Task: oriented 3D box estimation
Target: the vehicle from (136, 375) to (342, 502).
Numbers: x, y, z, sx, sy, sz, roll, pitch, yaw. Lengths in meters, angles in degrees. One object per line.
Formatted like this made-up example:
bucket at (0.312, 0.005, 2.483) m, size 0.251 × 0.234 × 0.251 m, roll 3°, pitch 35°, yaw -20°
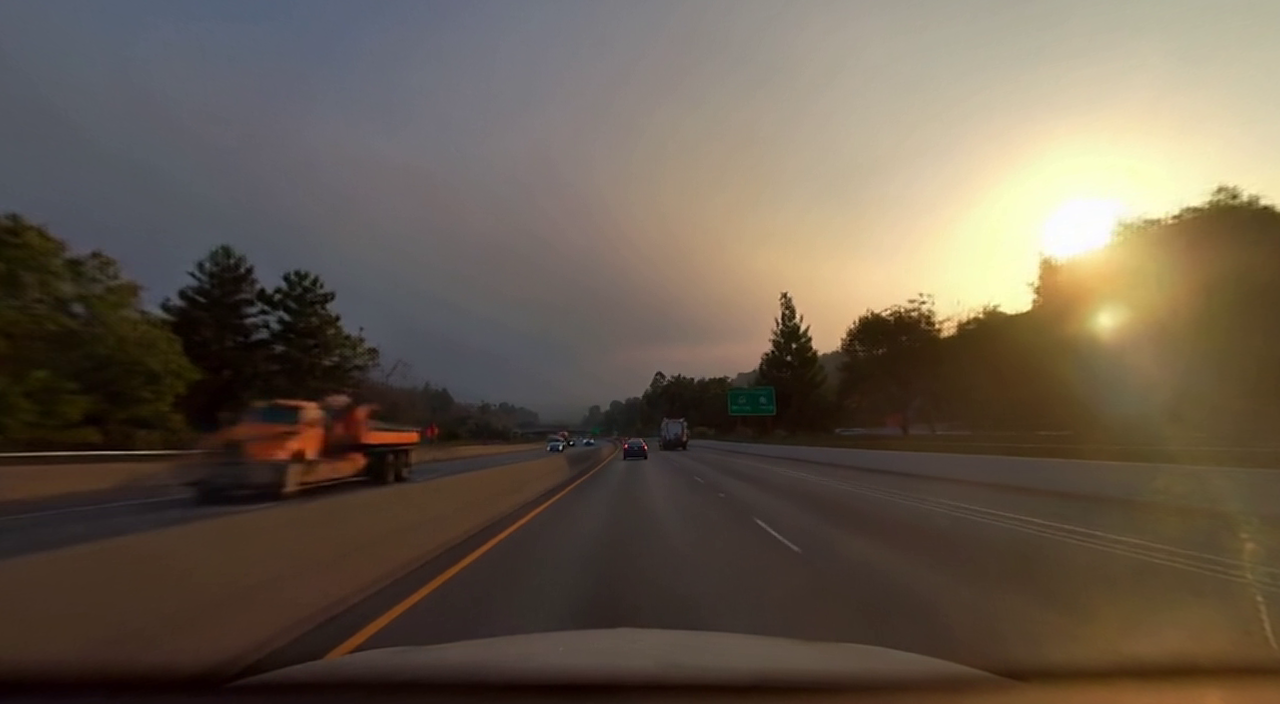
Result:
vehicle at (-12.854, 2.873, 20.905) m, size 2.949 × 3.613 × 5.682 m, roll -1°, pitch -8°, yaw 0°

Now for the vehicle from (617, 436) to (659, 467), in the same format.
vehicle at (-0.090, 5.093, 32.430) m, size 2.004 × 1.472 × 4.075 m, roll 0°, pitch -8°, yaw 0°
